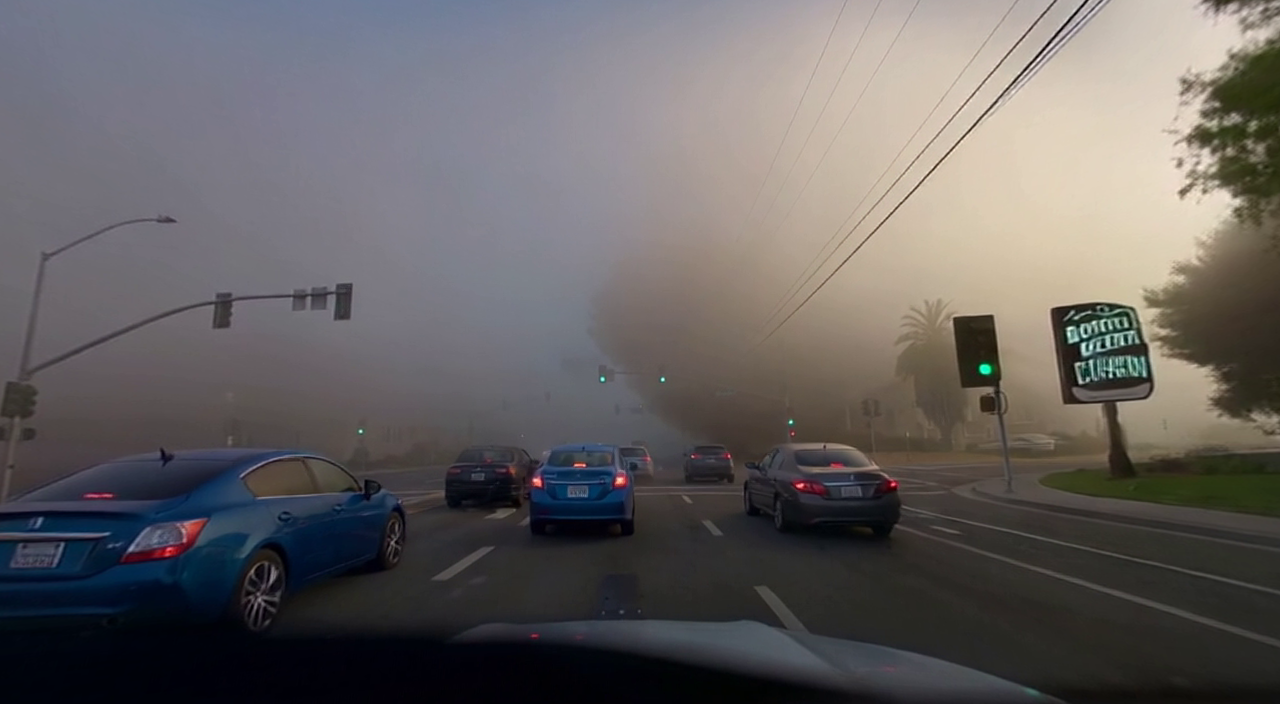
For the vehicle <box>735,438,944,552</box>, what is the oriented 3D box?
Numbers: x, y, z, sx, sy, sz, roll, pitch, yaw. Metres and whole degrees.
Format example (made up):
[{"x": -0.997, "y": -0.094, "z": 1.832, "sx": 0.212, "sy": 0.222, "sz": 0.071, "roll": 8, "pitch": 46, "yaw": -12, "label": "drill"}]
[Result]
[{"x": 2.941, "y": 2.203, "z": 10.476, "sx": 2.014, "sy": 1.464, "sz": 4.312, "roll": 0, "pitch": -9, "yaw": -1, "label": "vehicle"}]

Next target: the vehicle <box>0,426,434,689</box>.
[{"x": -3.694, "y": 1.505, "z": 5.885, "sx": 2.058, "sy": 1.474, "sz": 4.473, "roll": 0, "pitch": -9, "yaw": 0, "label": "vehicle"}]

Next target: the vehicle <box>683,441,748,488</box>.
[{"x": 2.791, "y": 4.263, "z": 24.296, "sx": 1.956, "sy": 1.615, "sz": 4.205, "roll": 0, "pitch": -9, "yaw": -1, "label": "vehicle"}]

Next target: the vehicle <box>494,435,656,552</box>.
[{"x": -0.878, "y": 2.131, "z": 10.203, "sx": 2.104, "sy": 1.500, "sz": 3.815, "roll": 0, "pitch": -8, "yaw": -1, "label": "vehicle"}]
